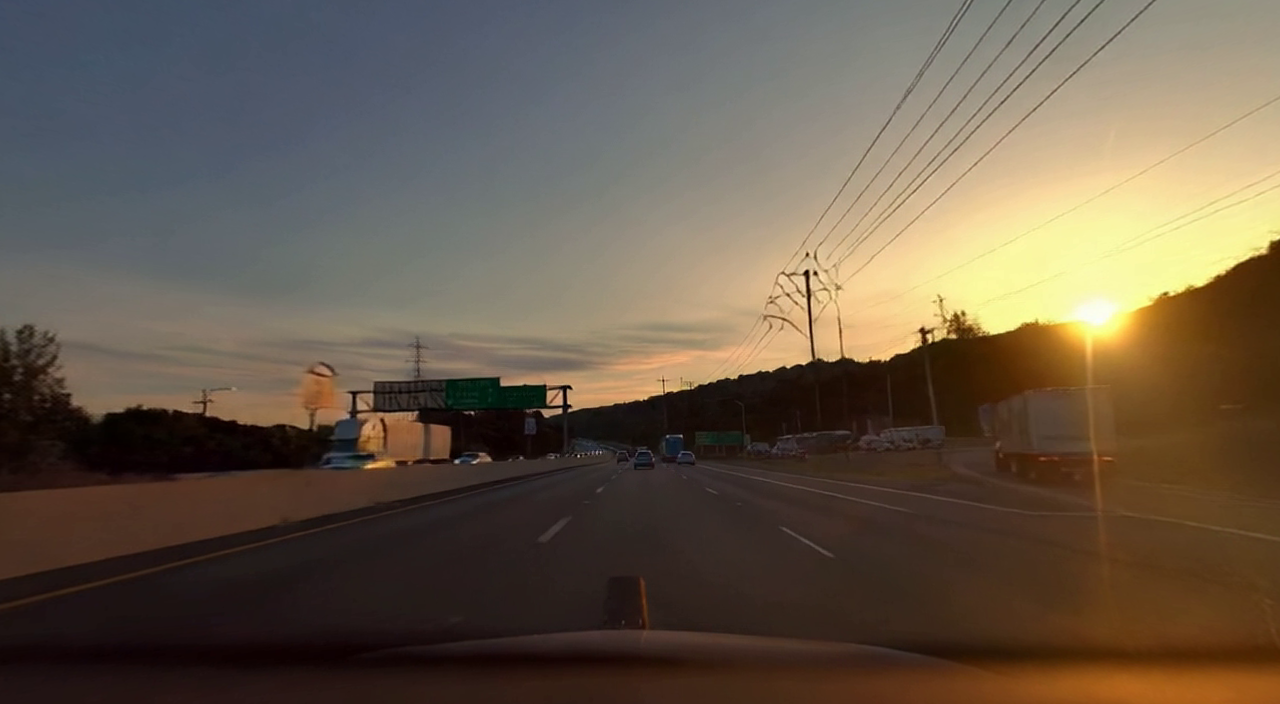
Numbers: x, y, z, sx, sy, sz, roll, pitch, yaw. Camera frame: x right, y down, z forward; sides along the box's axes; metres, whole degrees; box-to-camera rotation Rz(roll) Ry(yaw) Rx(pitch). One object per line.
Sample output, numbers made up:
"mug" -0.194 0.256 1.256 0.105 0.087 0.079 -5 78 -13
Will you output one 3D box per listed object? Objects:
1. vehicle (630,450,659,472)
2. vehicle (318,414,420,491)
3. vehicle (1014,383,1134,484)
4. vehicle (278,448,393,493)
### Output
"vehicle" 0.319 8.231 47.727 2.111 1.599 3.859 0 -9 1
"vehicle" -15.508 5.837 36.643 2.996 4.046 6.372 0 -9 0
"vehicle" 21.731 4.274 32.200 3.327 4.408 8.189 -4 -10 24
"vehicle" -11.298 4.412 23.825 1.950 1.505 4.757 0 -9 0
